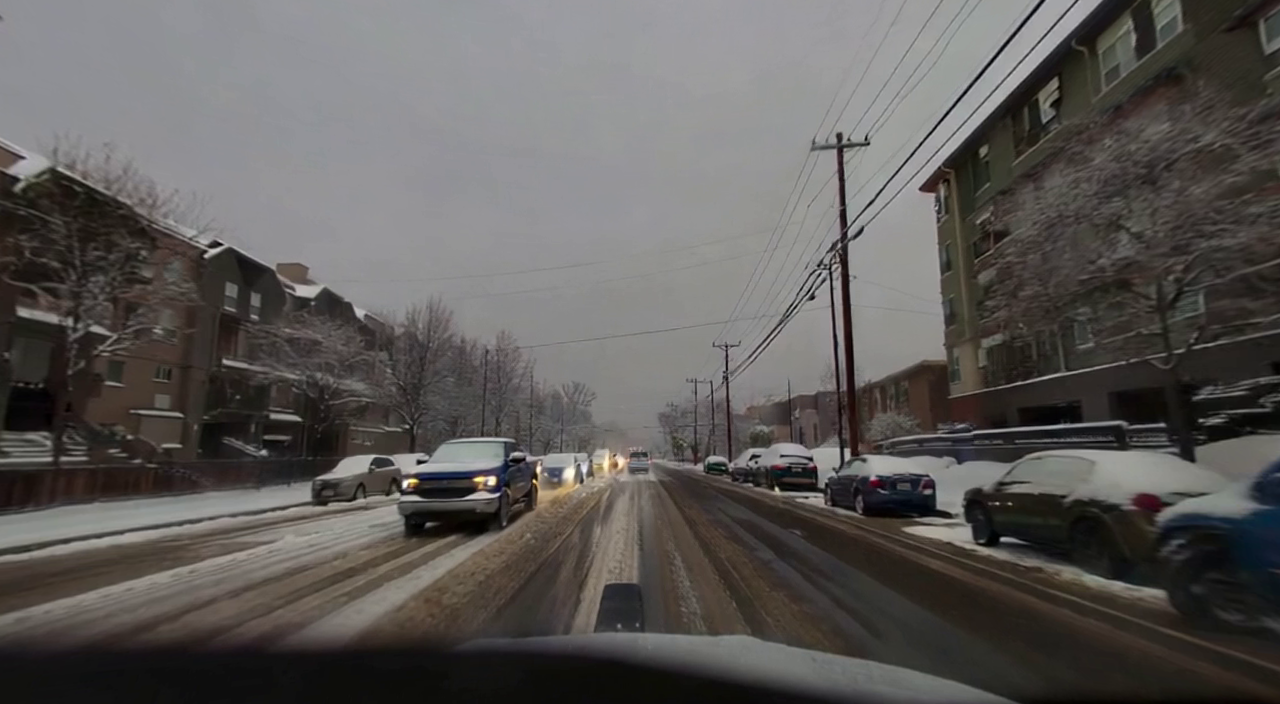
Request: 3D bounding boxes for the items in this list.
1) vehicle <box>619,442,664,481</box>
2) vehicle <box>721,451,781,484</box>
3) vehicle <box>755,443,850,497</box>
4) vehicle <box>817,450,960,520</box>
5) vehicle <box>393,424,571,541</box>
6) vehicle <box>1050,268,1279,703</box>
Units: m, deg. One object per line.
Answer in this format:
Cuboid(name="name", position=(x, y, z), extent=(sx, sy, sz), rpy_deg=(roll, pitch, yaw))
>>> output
Cuboid(name="vehicle", position=(0.128, 5.842, 34.110), extent=(2.308, 1.940, 4.125), rpy_deg=(0, -8, 2))
Cuboid(name="vehicle", position=(6.293, 6.630, 36.691), extent=(2.350, 1.706, 5.901), rpy_deg=(0, -8, -1))
Cuboid(name="vehicle", position=(6.261, 4.568, 25.020), extent=(2.211, 1.884, 5.031), rpy_deg=(0, -8, -2))
Cuboid(name="vehicle", position=(6.277, 3.378, 16.630), extent=(1.964, 1.550, 4.424), rpy_deg=(0, -8, 0))
Cuboid(name="vehicle", position=(-2.655, 2.331, 11.962), extent=(2.167, 1.761, 4.584), rpy_deg=(0, -8, 0))
Cuboid(name="vehicle", position=(3.055, 0.496, 0.661), extent=(2.027, 1.907, 4.736), rpy_deg=(0, -8, 0))
